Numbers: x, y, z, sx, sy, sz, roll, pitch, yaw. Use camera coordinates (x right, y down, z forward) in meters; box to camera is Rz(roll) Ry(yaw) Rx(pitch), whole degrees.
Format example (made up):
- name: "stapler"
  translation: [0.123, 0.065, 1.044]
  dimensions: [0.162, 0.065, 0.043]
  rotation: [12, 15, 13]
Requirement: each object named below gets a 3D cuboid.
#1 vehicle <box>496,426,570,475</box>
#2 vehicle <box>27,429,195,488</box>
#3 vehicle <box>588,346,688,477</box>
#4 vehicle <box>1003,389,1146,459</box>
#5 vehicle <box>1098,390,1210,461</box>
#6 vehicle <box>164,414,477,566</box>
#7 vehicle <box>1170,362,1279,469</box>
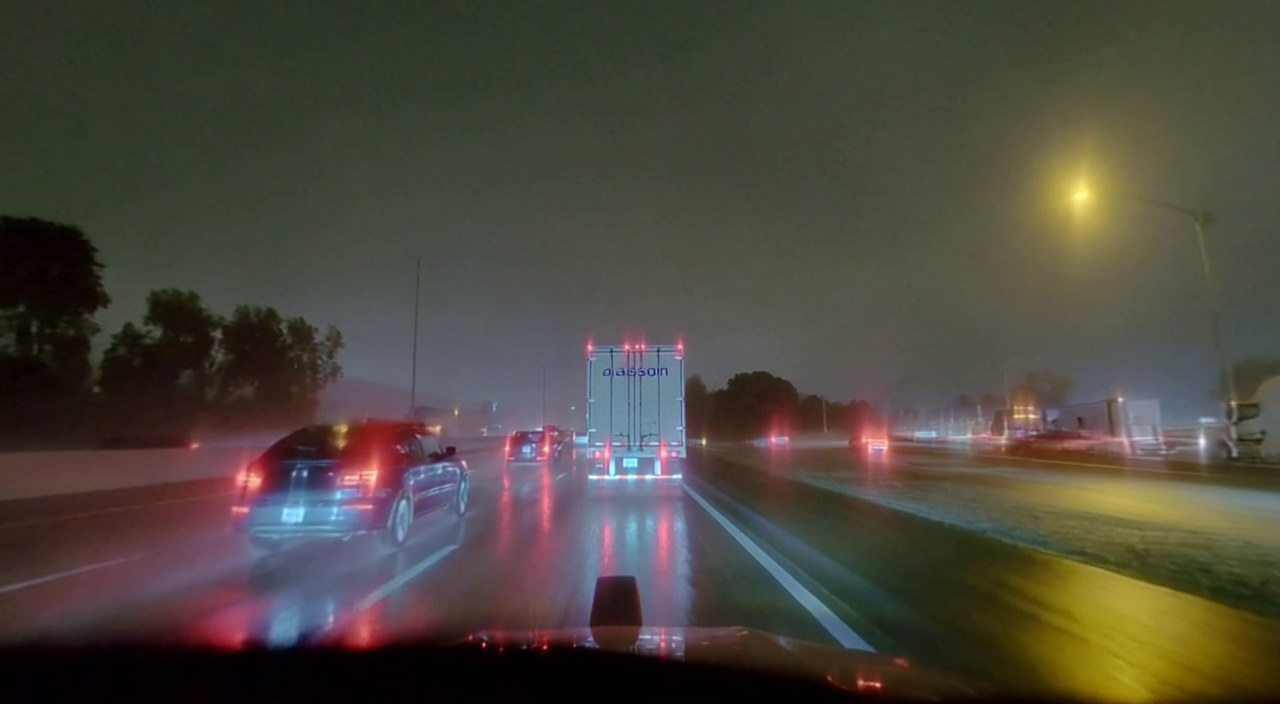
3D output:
- name: "vehicle"
  translation: [-3.760, 3.532, 22.785]
  dimensions: [1.946, 1.599, 4.073]
  rotation: [0, -8, 0]
- name: "vehicle"
  translation: [-19.445, 3.958, 23.494]
  dimensions: [2.071, 1.937, 4.709]
  rotation: [0, -9, 1]
- name: "vehicle"
  translation: [-0.135, 2.623, 25.694]
  dimensions: [3.171, 4.204, 11.036]
  rotation: [0, -8, -1]
- name: "vehicle"
  translation: [18.937, 3.240, 27.839]
  dimensions: [2.432, 2.753, 5.388]
  rotation: [0, -8, 1]
- name: "vehicle"
  translation: [19.556, 2.830, 24.084]
  dimensions: [1.658, 2.523, 2.851]
  rotation: [0, -8, -2]
- name: "vehicle"
  translation: [-3.777, 1.682, 8.538]
  dimensions: [1.964, 1.507, 4.361]
  rotation: [0, -8, 0]
- name: "vehicle"
  translation: [19.380, 1.871, 18.443]
  dimensions: [2.443, 3.006, 5.844]
  rotation: [0, -8, 1]
